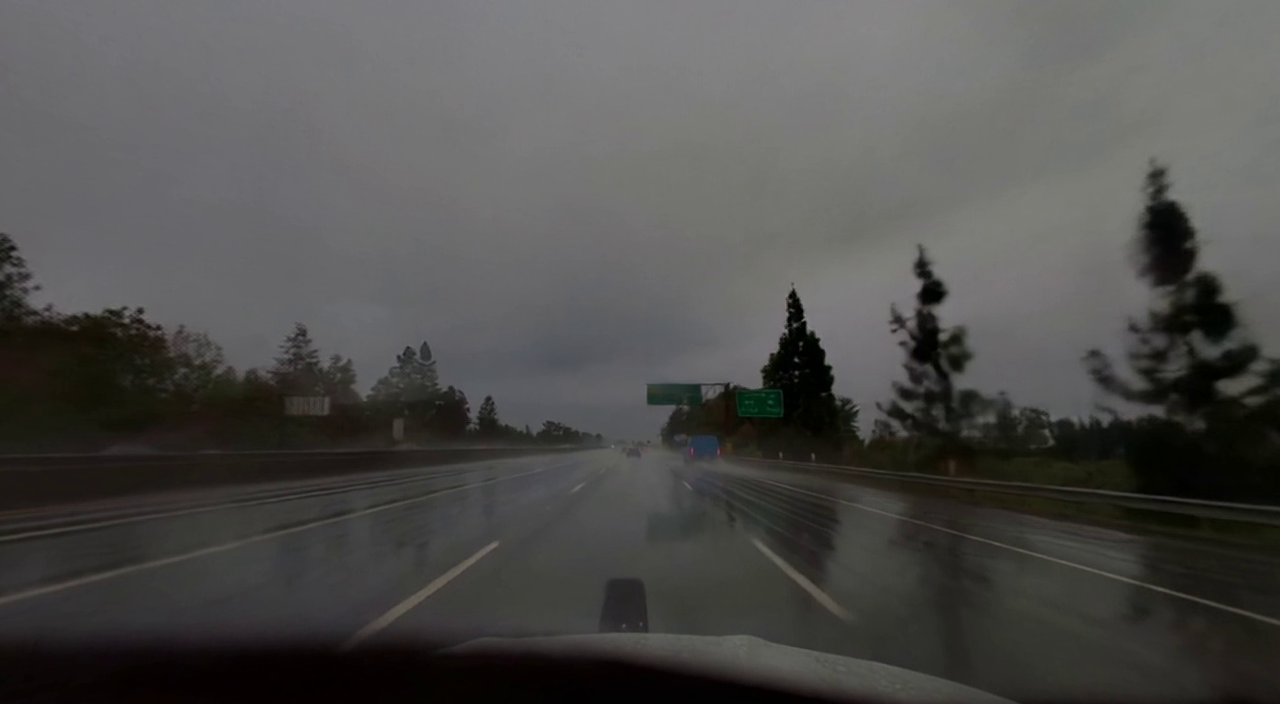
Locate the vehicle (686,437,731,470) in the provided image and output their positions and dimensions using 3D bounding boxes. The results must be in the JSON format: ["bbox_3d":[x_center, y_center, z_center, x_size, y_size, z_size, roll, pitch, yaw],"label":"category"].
[{"bbox_3d":[4.185,6.284,39.244,2.172,1.930,4.879,0,-8,-1],"label":"vehicle"}]
